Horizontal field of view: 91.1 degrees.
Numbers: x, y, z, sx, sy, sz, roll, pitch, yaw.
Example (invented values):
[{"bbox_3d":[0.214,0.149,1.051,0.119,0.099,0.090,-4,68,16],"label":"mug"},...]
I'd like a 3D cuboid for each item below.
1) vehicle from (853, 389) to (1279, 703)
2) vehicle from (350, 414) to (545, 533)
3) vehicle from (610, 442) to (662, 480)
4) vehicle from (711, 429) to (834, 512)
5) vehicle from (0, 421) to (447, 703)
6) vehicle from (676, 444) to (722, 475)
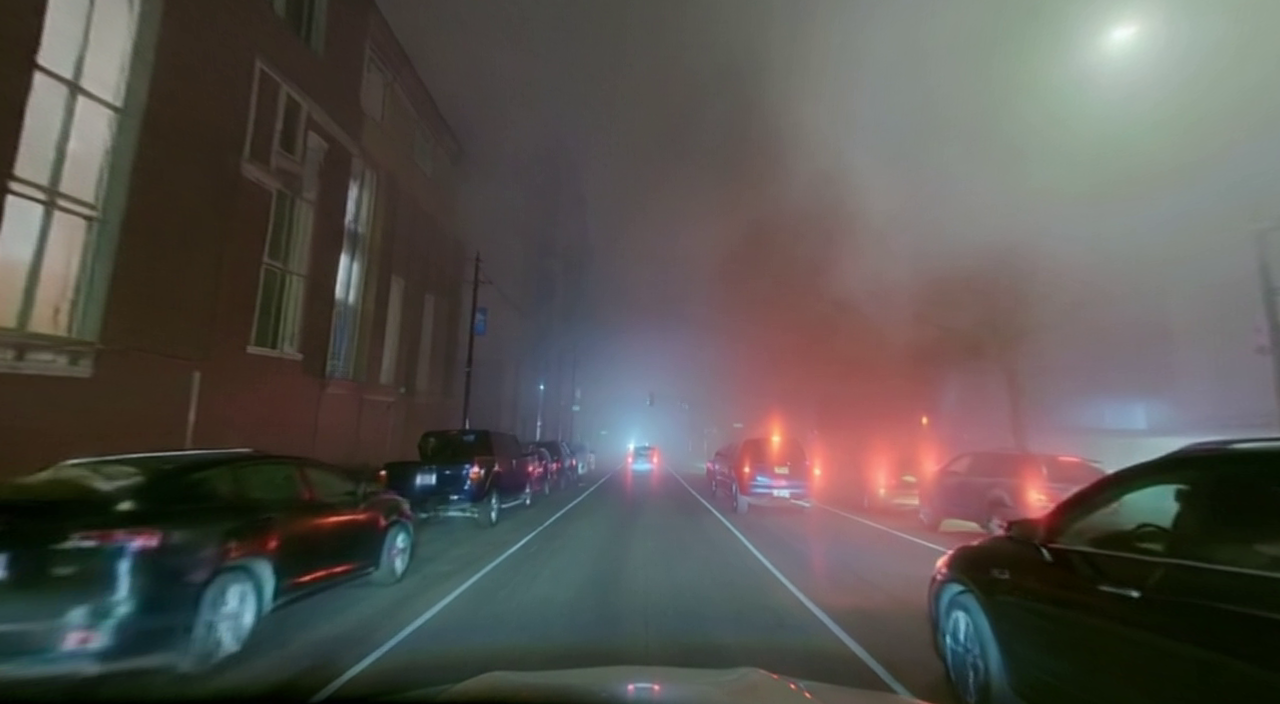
[{"bbox_3d":[2.467,0.907,1.849,2.080,1.495,4.591,0,-9,0],"label":"vehicle"},{"bbox_3d":[-3.412,2.298,12.522,2.142,1.832,5.373,0,-9,1],"label":"vehicle"},{"bbox_3d":[-0.142,4.537,26.379,2.007,1.460,3.923,0,-9,0],"label":"vehicle"},{"bbox_3d":[3.008,2.808,15.350,2.002,1.707,4.547,0,-9,0],"label":"vehicle"},{"bbox_3d":[-3.446,1.418,5.285,1.972,1.471,4.795,0,-9,2],"label":"vehicle"},{"bbox_3d":[3.022,5.619,33.080,1.966,1.475,4.528,0,-9,0],"label":"vehicle"}]
